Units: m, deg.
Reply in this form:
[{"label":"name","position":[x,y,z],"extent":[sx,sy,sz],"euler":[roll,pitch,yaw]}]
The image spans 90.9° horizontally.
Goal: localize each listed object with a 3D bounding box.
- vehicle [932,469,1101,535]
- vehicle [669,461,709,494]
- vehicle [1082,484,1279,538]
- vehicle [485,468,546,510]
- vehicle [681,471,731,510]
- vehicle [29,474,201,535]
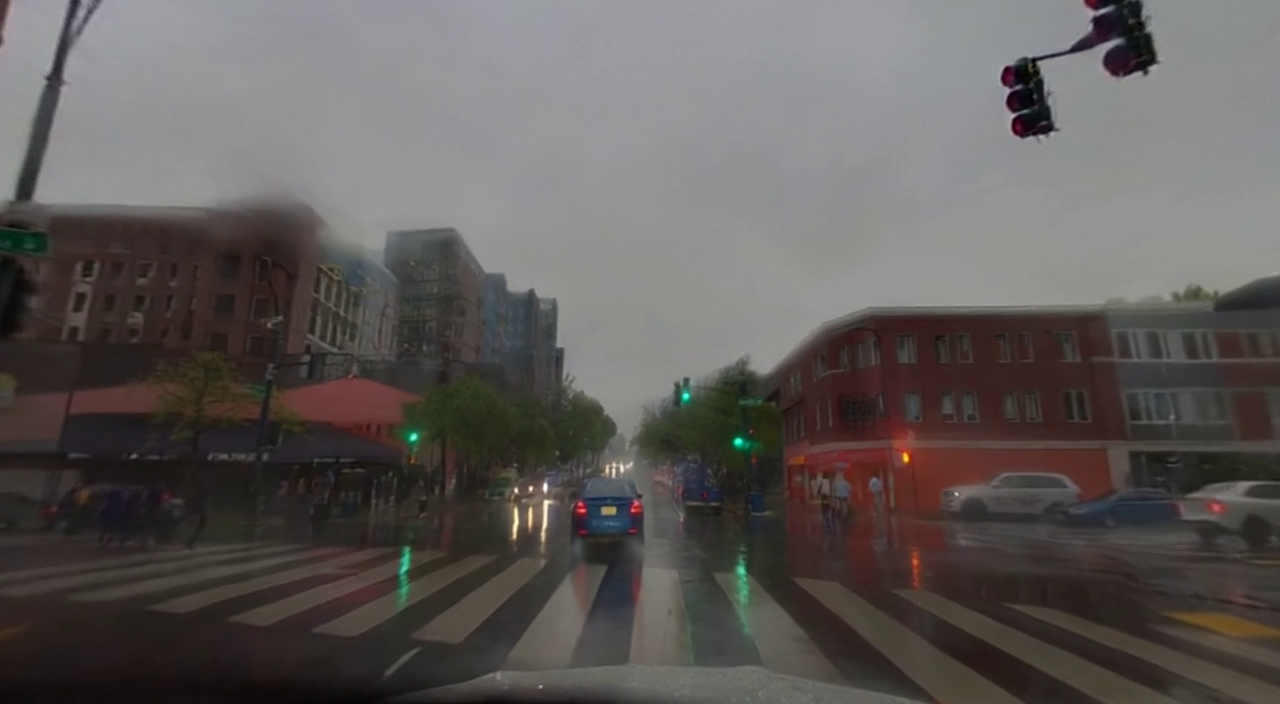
[{"label":"vehicle","position":[14.378,5.708,24.354],"extent":[4.974,2.266,2.324],"euler":[0,-9,-2]},{"label":"vehicle","position":[3.238,8.373,42.367],"extent":[2.365,1.994,4.259],"euler":[0,-9,0]},{"label":"vehicle","position":[20.497,6.022,24.090],"extent":[5.345,1.747,2.410],"euler":[0,-9,1]},{"label":"vehicle","position":[-6.447,7.142,33.242],"extent":[2.226,1.896,4.438],"euler":[0,-9,1]},{"label":"vehicle","position":[3.379,7.210,33.082],"extent":[1.908,1.741,4.066],"euler":[0,-9,-4]},{"label":"vehicle","position":[-19.814,5.731,23.938],"extent":[4.750,2.083,2.002],"euler":[-1,-9,3]}]
